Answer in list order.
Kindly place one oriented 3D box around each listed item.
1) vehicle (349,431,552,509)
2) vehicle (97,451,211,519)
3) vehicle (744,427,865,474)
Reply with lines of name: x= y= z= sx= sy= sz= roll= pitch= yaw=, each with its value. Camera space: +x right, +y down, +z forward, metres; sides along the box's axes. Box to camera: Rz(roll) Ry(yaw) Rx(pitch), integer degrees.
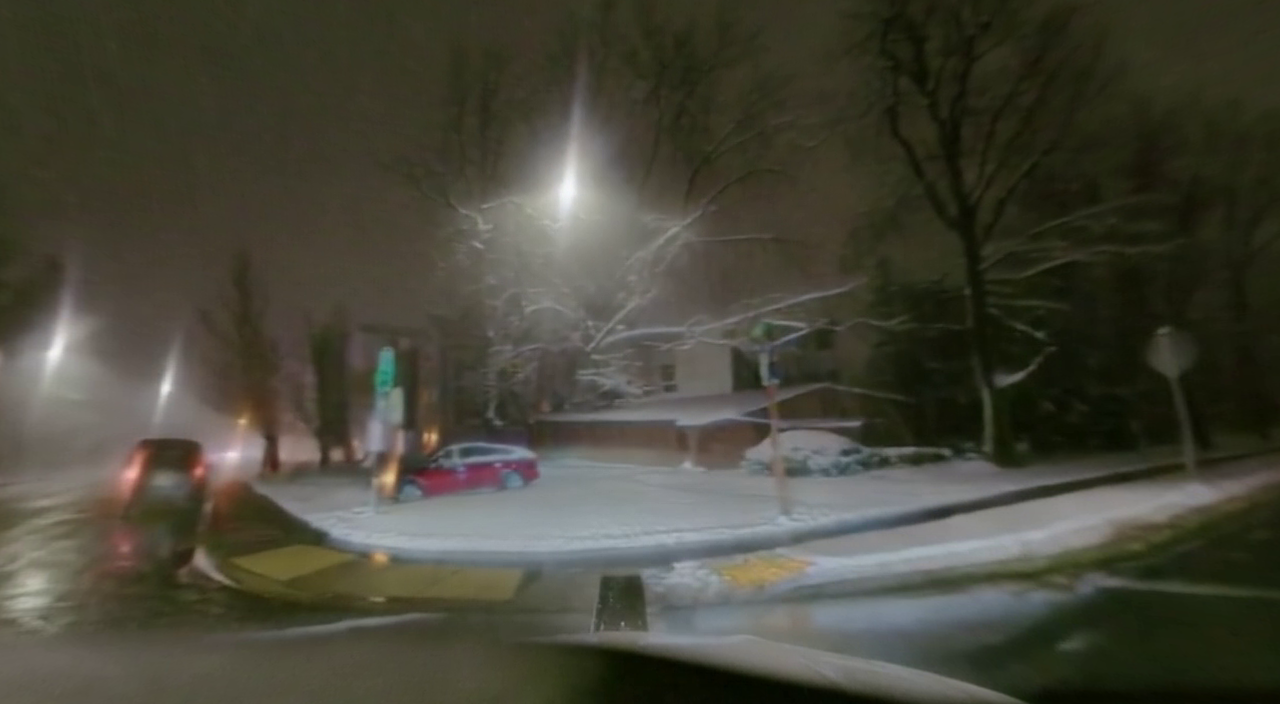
vehicle: x=-4.796 y=2.920 z=16.127 sx=4.595 sy=1.620 sz=1.984 roll=3 pitch=-9 yaw=-33
vehicle: x=-14.042 y=3.755 z=18.325 sx=2.242 sy=1.661 sz=4.273 roll=6 pitch=-10 yaw=-35
vehicle: x=5.694 y=3.369 z=21.628 sx=3.896 sy=1.447 sz=1.919 roll=6 pitch=-9 yaw=-34
